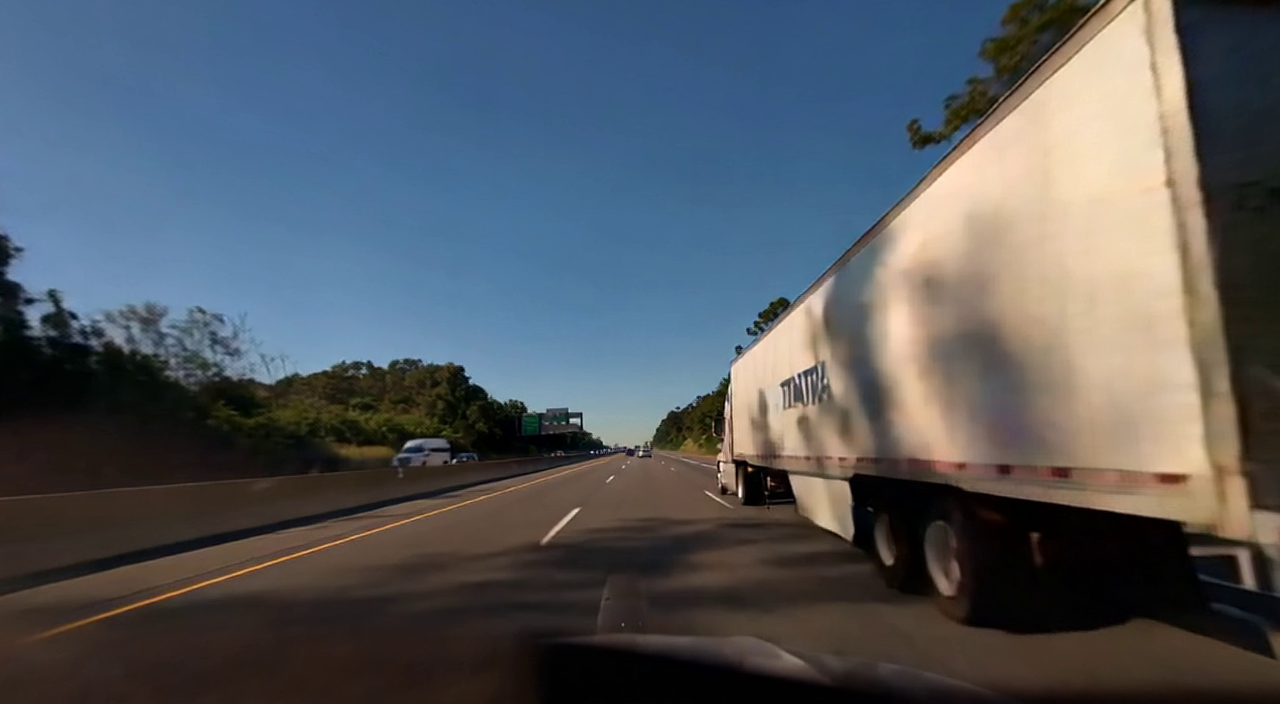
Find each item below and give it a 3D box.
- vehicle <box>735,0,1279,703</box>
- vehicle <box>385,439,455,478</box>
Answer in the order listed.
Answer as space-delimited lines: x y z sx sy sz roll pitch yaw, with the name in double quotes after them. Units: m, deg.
4.080 0.723 9.642 2.947 4.020 14.220 0 -9 0 "vehicle"
-15.000 7.319 43.525 2.441 2.500 6.307 0 -9 1 "vehicle"
